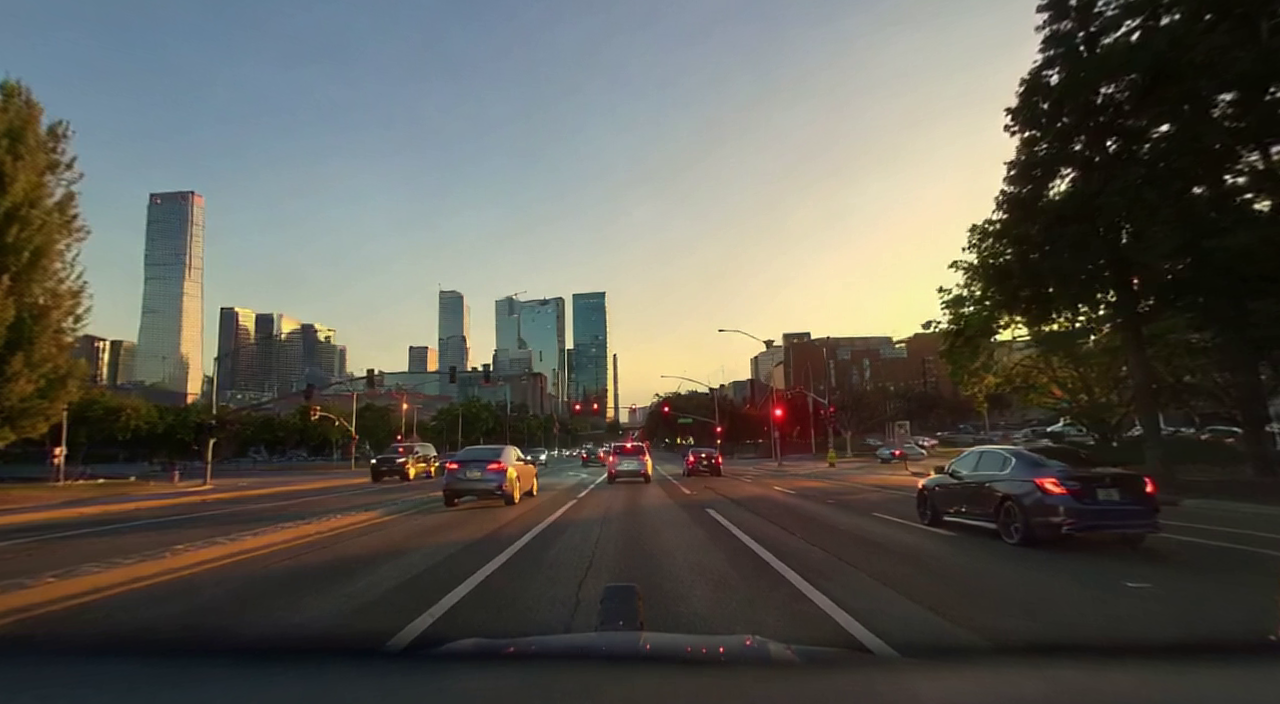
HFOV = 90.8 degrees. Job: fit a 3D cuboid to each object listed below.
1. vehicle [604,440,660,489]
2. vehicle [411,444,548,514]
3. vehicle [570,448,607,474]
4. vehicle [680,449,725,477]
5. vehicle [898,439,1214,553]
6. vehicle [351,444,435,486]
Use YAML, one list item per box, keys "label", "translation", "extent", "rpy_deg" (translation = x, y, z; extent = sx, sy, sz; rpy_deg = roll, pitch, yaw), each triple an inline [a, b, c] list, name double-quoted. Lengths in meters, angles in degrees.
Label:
- label: "vehicle"
  translation: [-0.291, 4.330, 24.712]
  extent: [2.008, 1.716, 4.125]
  rpy_deg: [0, -8, 0]
- label: "vehicle"
  translation: [-3.761, 3.046, 15.776]
  extent: [2.163, 1.474, 4.413]
  rpy_deg: [0, -8, 1]
- label: "vehicle"
  translation: [-3.128, 6.701, 39.076]
  extent: [2.002, 1.502, 4.057]
  rpy_deg: [0, -8, -1]
- label: "vehicle"
  translation: [3.378, 6.129, 35.116]
  extent: [2.014, 1.430, 4.103]
  rpy_deg: [0, -8, -1]
- label: "vehicle"
  translation: [6.317, 2.199, 10.490]
  extent: [2.028, 1.451, 4.625]
  rpy_deg: [0, -8, -1]
- label: "vehicle"
  translation: [-10.988, 5.033, 28.486]
  extent: [2.026, 1.706, 4.041]
  rpy_deg: [0, -8, 2]
